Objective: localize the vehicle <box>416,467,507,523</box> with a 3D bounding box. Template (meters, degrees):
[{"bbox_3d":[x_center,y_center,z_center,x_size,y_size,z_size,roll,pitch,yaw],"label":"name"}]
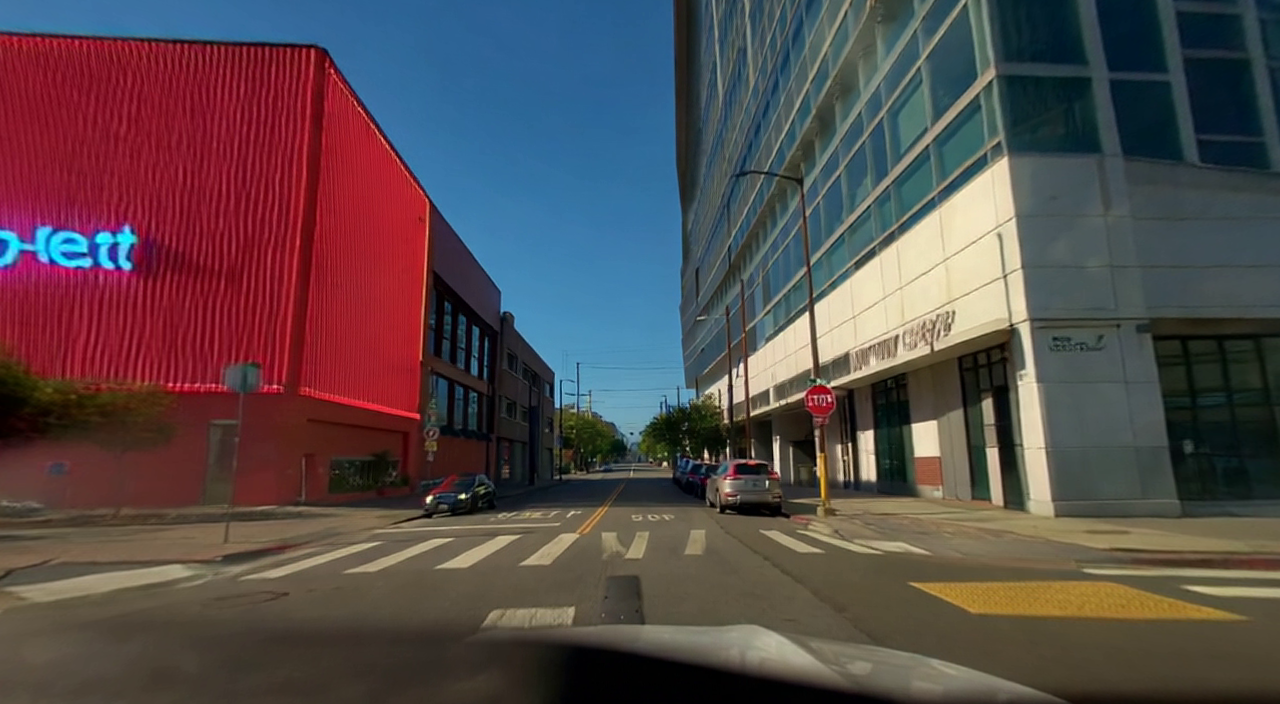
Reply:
[{"bbox_3d":[-5.536,4.473,20.113,1.864,1.447,3.887,0,-9,-2],"label":"vehicle"}]

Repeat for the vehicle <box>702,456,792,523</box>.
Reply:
[{"bbox_3d":[3.043,3.985,18.891,1.917,1.680,4.500,0,-9,0],"label":"vehicle"}]
